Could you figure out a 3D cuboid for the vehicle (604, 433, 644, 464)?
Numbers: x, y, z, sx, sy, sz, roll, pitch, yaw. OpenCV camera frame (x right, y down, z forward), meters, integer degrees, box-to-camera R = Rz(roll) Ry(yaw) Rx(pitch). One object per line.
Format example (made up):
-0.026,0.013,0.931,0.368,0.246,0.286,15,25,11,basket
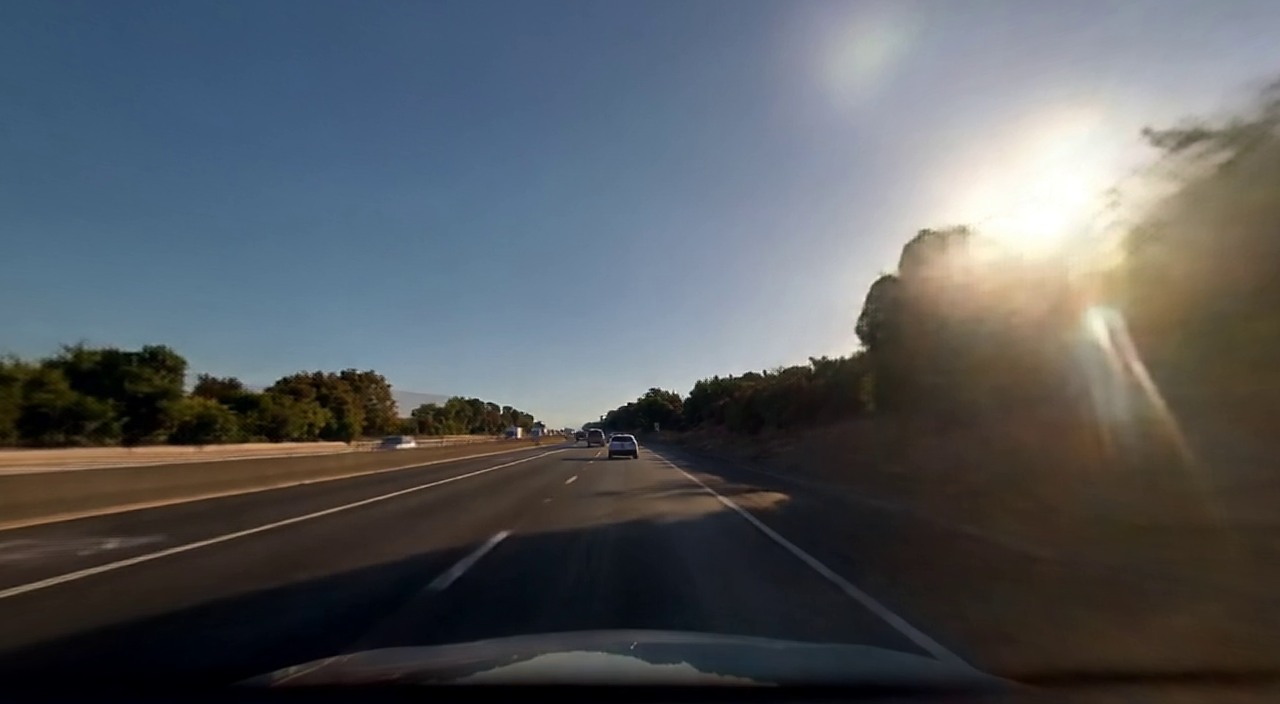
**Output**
-0.854,4.989,32.791,1.948,1.470,3.913,0,-8,-2,vehicle
